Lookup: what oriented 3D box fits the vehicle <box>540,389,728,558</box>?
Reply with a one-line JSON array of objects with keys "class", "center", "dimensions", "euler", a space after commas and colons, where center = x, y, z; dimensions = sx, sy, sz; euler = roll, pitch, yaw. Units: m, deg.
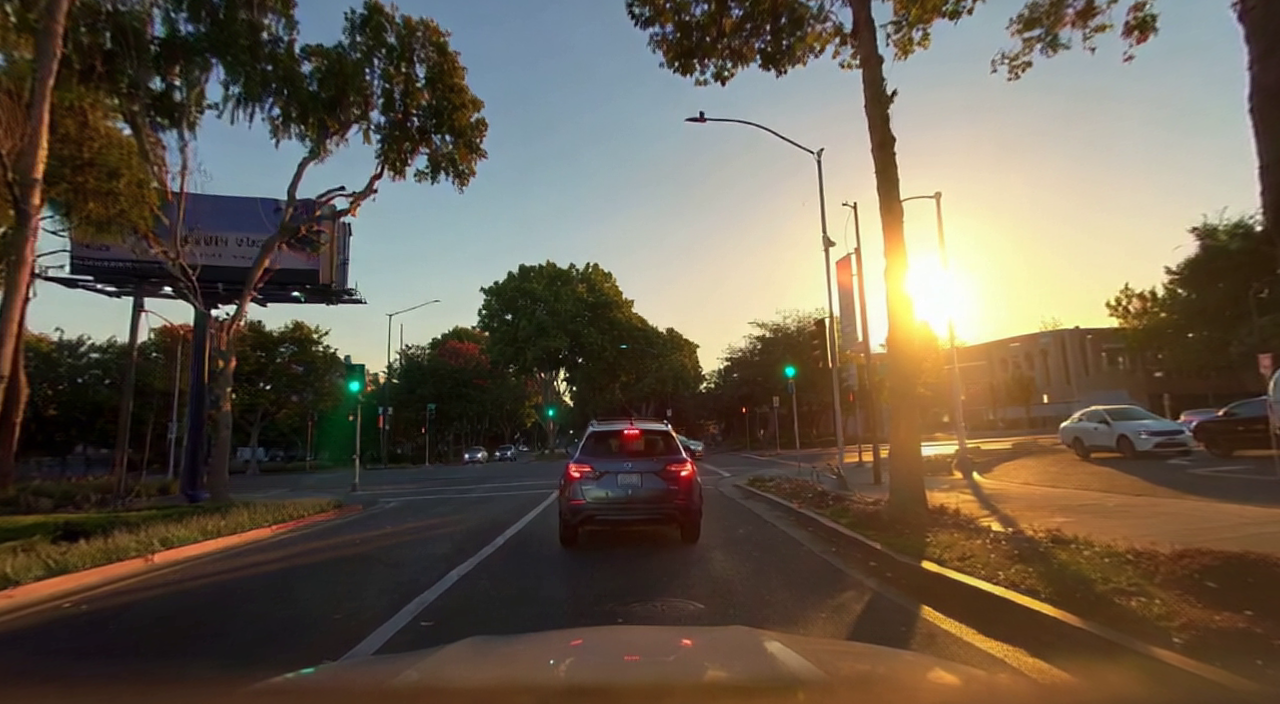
[{"class": "vehicle", "center": [-0.082, 1.656, 9.181], "dimensions": [2.142, 1.904, 3.816], "euler": [0, -8, 0]}]
